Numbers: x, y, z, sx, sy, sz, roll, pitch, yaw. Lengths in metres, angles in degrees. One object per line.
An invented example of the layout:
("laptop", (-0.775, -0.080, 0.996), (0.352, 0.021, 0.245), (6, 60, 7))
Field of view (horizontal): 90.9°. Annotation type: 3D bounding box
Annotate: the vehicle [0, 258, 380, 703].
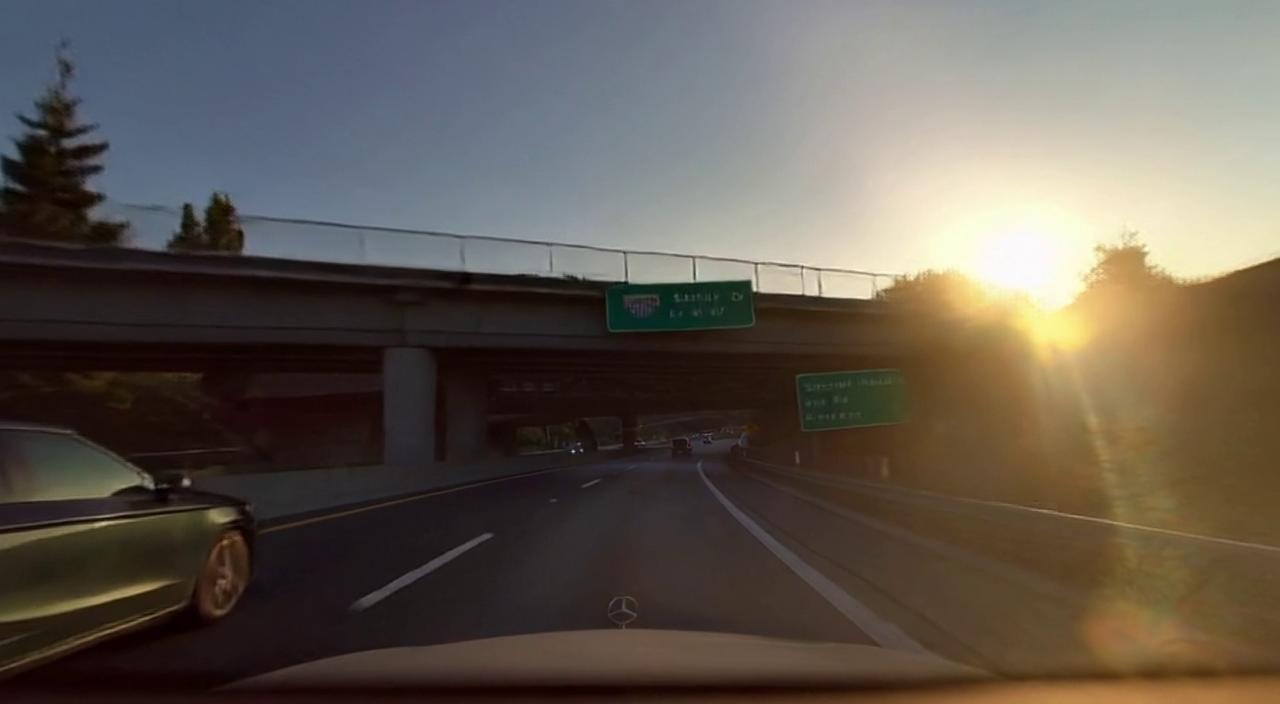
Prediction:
("vehicle", (-3.248, 0.619, 2.189), (2.143, 1.851, 5.817), (0, -9, 1))
